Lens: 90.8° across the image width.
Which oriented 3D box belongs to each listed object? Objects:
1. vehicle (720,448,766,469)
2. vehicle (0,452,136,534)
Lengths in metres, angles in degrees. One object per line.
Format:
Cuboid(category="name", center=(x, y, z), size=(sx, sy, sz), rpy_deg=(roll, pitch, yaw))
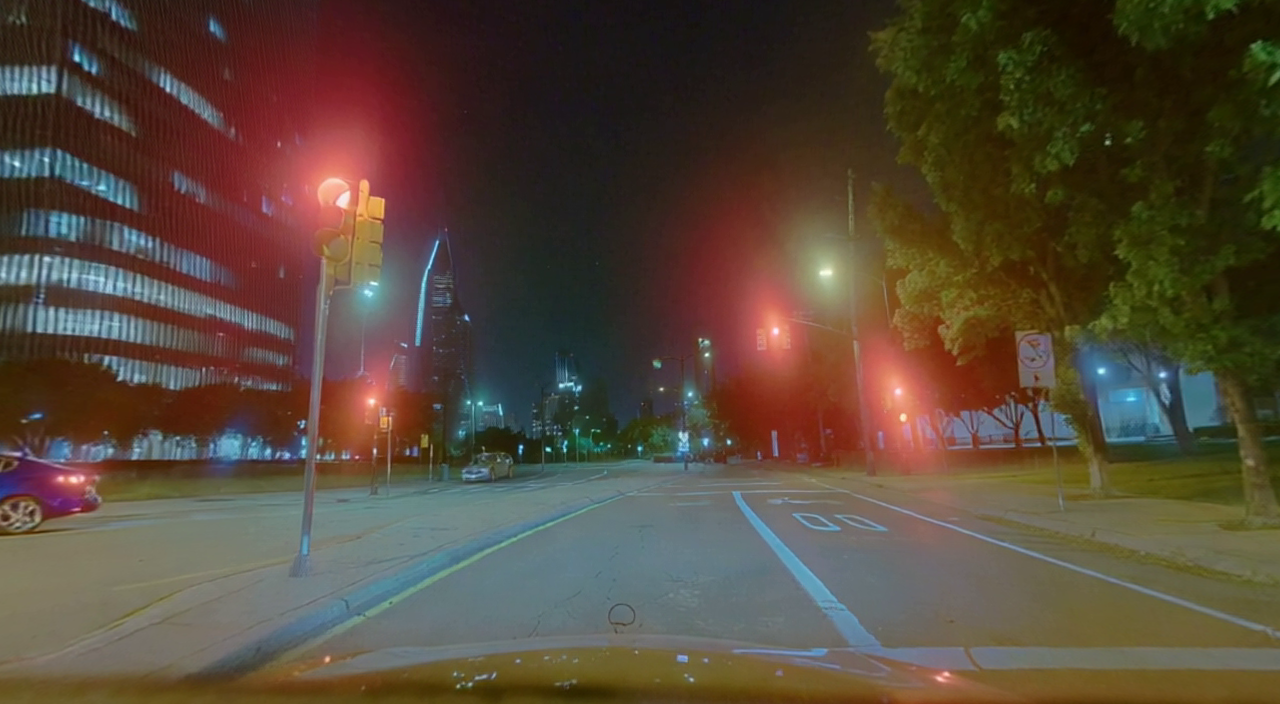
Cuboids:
Cuboid(category="vehicle", center=(7.859, 8.125, 48.418), size=(1.829, 1.440, 4.384), rpy_deg=(2, -9, -14))
Cuboid(category="vehicle", center=(-12.859, 2.716, 12.273), size=(4.598, 1.490, 1.816), rpy_deg=(7, -11, -40))
